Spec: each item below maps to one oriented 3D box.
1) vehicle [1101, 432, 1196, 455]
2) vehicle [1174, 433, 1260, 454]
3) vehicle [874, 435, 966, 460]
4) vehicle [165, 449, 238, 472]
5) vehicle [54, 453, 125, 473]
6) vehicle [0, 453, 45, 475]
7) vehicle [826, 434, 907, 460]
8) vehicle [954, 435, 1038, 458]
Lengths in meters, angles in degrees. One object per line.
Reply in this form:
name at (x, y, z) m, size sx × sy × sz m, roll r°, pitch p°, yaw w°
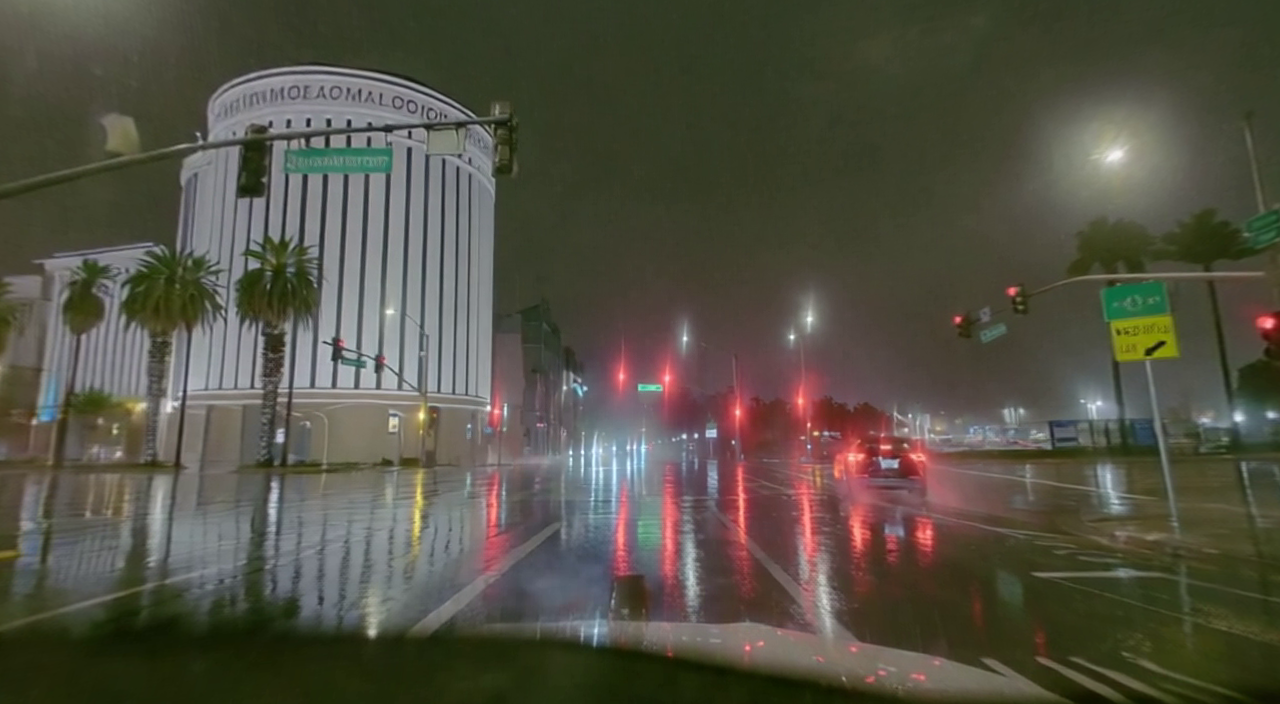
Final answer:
vehicle at (33.307, 5.986, 41.358) m, size 4.567 × 1.458 × 1.791 m, roll 0°, pitch -8°, yaw 1°
vehicle at (42.121, 6.695, 46.079) m, size 4.437 × 1.469 × 1.811 m, roll 0°, pitch -8°, yaw 0°
vehicle at (16.939, 5.774, 38.254) m, size 4.684 × 1.461 × 1.777 m, roll 0°, pitch -8°, yaw -1°
vehicle at (-33.204, 8.203, 47.796) m, size 4.136 × 1.661 × 1.857 m, roll 0°, pitch -8°, yaw 0°
vehicle at (-41.713, 8.417, 47.803) m, size 3.698 × 1.467 × 1.779 m, roll 0°, pitch -8°, yaw 0°
vehicle at (-48.024, 8.497, 47.928) m, size 3.786 × 1.555 × 1.702 m, roll 0°, pitch -8°, yaw 2°
vehicle at (15.035, 6.355, 41.995) m, size 4.648 × 1.665 × 1.910 m, roll 0°, pitch -8°, yaw -1°
vehicle at (23.536, 6.262, 41.763) m, size 4.423 × 1.465 × 1.798 m, roll 0°, pitch -8°, yaw 0°
